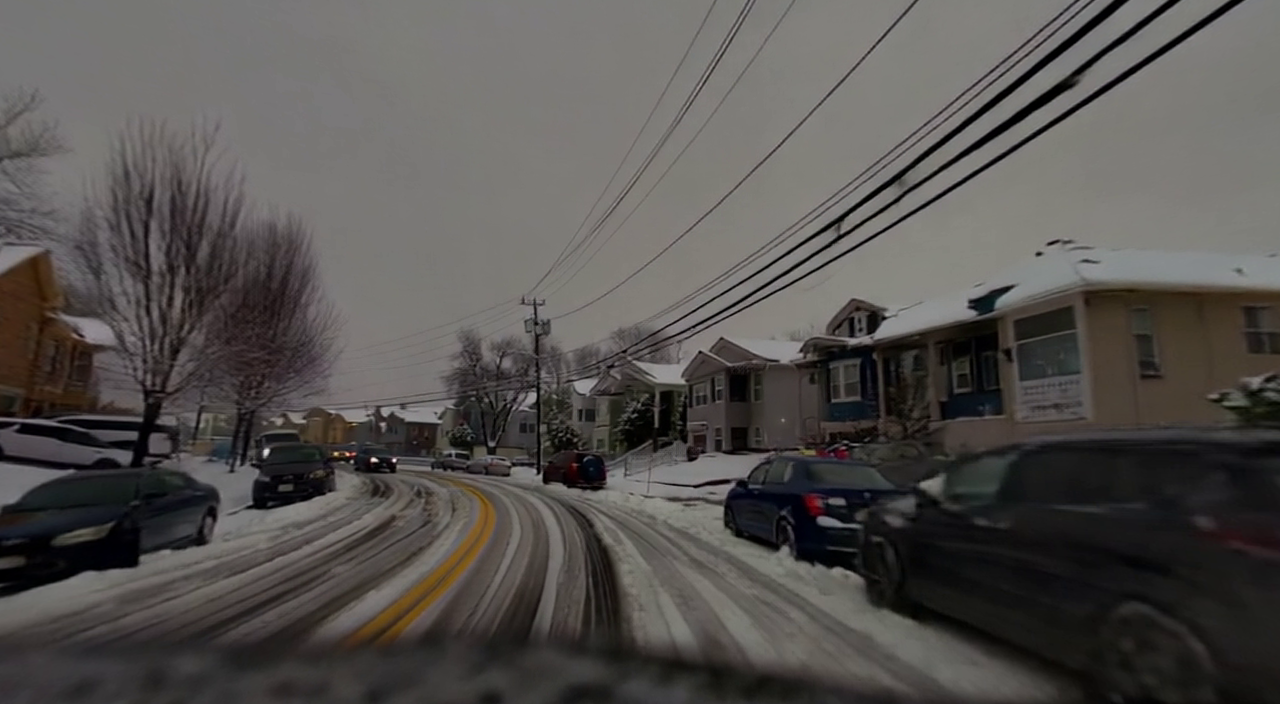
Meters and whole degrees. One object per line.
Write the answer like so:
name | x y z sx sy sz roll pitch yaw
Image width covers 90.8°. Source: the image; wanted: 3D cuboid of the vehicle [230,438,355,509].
vehicle | -9.399 3.258 17.518 2.023 1.674 4.556 3 -9 -16

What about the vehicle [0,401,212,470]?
vehicle | -17.292 2.674 20.044 5.822 1.956 2.355 5 -10 -29

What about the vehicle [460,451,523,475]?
vehicle | -11.019 8.217 47.001 2.023 1.586 4.163 -8 -10 38

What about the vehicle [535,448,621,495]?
vehicle | -2.647 4.830 25.900 1.994 1.682 4.750 7 -11 -24

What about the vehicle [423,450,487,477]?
vehicle | -11.620 6.921 39.560 1.923 1.531 4.568 8 -11 -42

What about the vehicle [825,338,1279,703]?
vehicle | 2.992 1.105 3.858 1.974 1.769 4.610 1 -9 -5

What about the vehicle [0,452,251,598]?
vehicle | -7.279 2.205 8.658 2.003 1.447 3.642 -4 -8 -8

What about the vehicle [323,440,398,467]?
vehicle | -21.550 7.820 48.689 5.504 1.869 2.449 -5 -15 33
